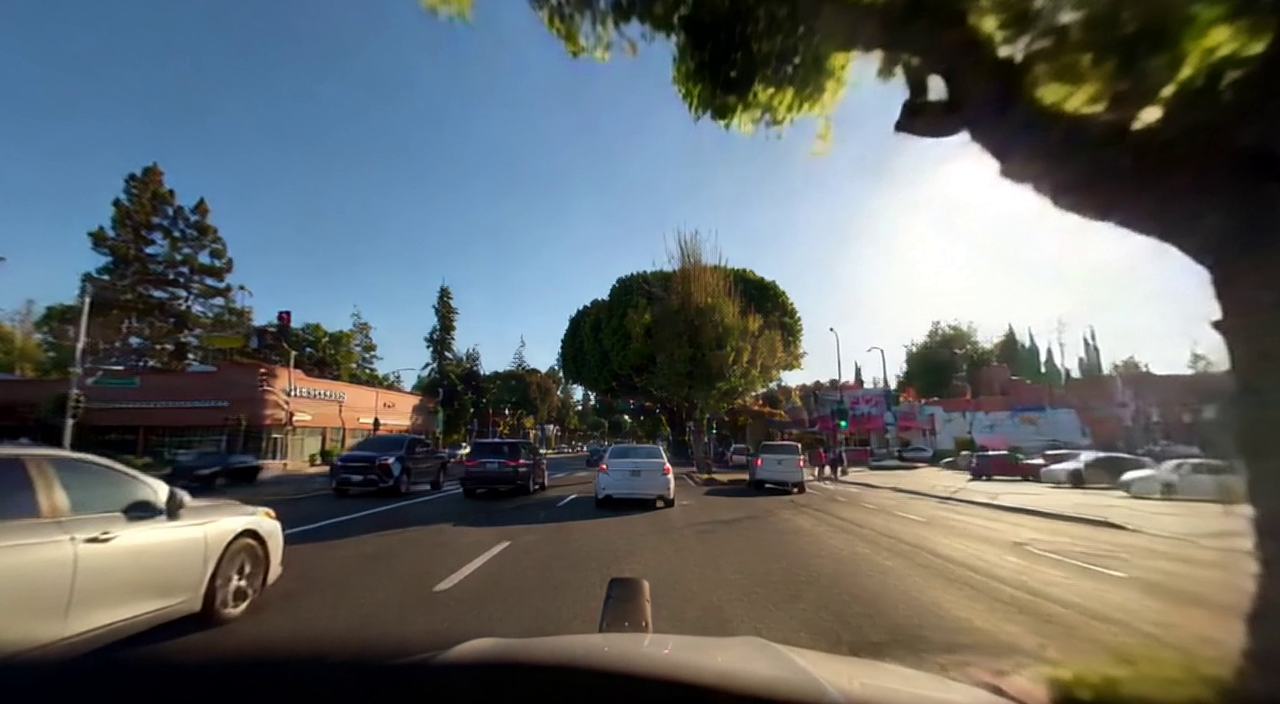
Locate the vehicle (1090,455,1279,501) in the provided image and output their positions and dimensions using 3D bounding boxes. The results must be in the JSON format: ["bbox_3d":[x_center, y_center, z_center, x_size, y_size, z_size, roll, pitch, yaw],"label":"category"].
[{"bbox_3d":[18.845,4.340,21.900,4.795,1.457,1.986,-1,-9,4],"label":"vehicle"}]

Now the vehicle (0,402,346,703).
[{"bbox_3d":[-3.697,1.066,3.318,1.992,1.493,4.688,0,-9,1],"label":"vehicle"}]

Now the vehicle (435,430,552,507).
[{"bbox_3d":[-3.560,2.918,16.160,1.983,1.685,3.997,0,-9,1],"label":"vehicle"}]

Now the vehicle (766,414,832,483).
[{"bbox_3d":[8.025,4.922,32.179,2.613,3.281,2.673,1,-8,-1],"label":"vehicle"}]

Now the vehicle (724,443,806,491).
[{"bbox_3d":[4.268,3.985,22.217,1.979,1.485,4.207,0,-9,-1],"label":"vehicle"}]

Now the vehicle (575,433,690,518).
[{"bbox_3d":[-0.126,2.602,13.740,2.121,1.563,4.031,0,-9,0],"label":"vehicle"}]

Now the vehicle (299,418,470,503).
[{"bbox_3d":[-6.882,3.029,17.942,2.321,2.013,5.640,0,-9,2],"label":"vehicle"}]

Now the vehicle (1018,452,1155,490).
[{"bbox_3d":[19.403,5.180,27.576,4.379,1.558,2.033,0,-9,1],"label":"vehicle"}]
